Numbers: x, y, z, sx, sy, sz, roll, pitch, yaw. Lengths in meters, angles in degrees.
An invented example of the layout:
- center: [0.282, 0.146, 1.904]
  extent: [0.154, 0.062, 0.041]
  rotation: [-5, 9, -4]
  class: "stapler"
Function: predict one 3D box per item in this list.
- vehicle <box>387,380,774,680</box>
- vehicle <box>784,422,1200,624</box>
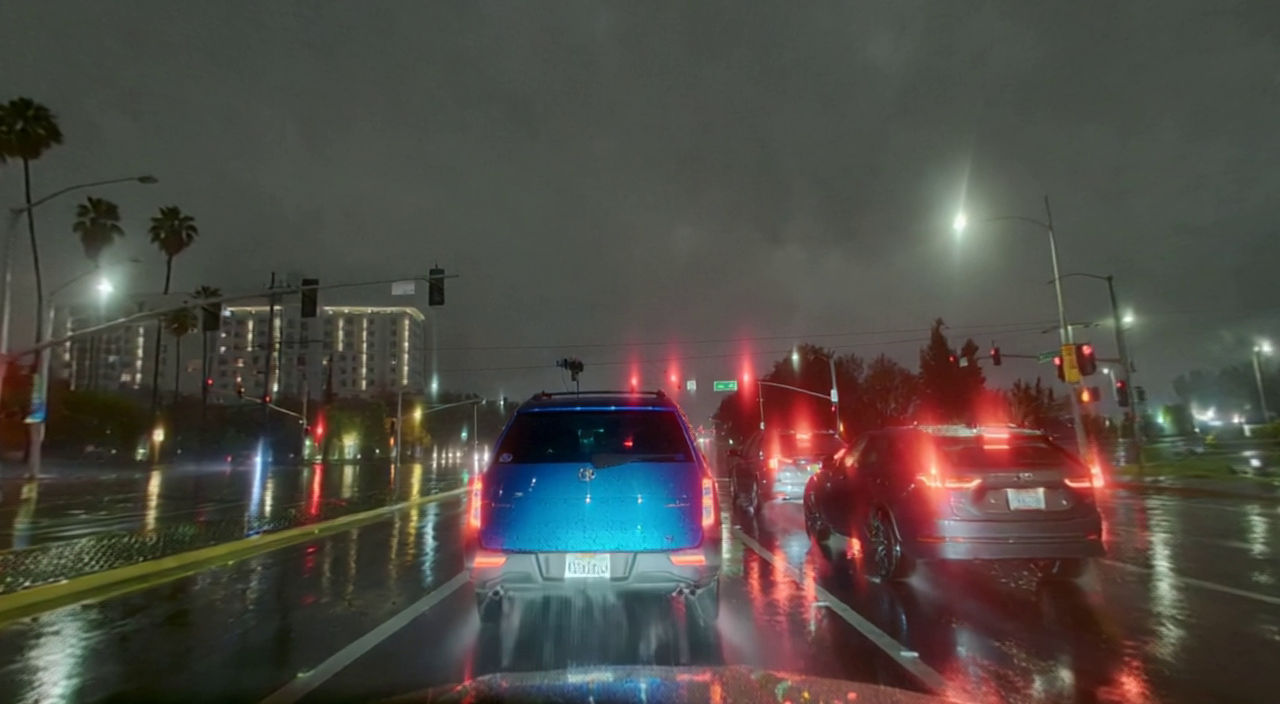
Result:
- center: [-0.340, 1.306, 5.656]
  extent: [2.172, 1.694, 4.055]
  rotation: [0, -8, 0]
  class: "vehicle"
- center: [3.118, 1.596, 6.931]
  extent: [1.971, 1.473, 4.495]
  rotation: [0, -8, 0]
  class: "vehicle"
